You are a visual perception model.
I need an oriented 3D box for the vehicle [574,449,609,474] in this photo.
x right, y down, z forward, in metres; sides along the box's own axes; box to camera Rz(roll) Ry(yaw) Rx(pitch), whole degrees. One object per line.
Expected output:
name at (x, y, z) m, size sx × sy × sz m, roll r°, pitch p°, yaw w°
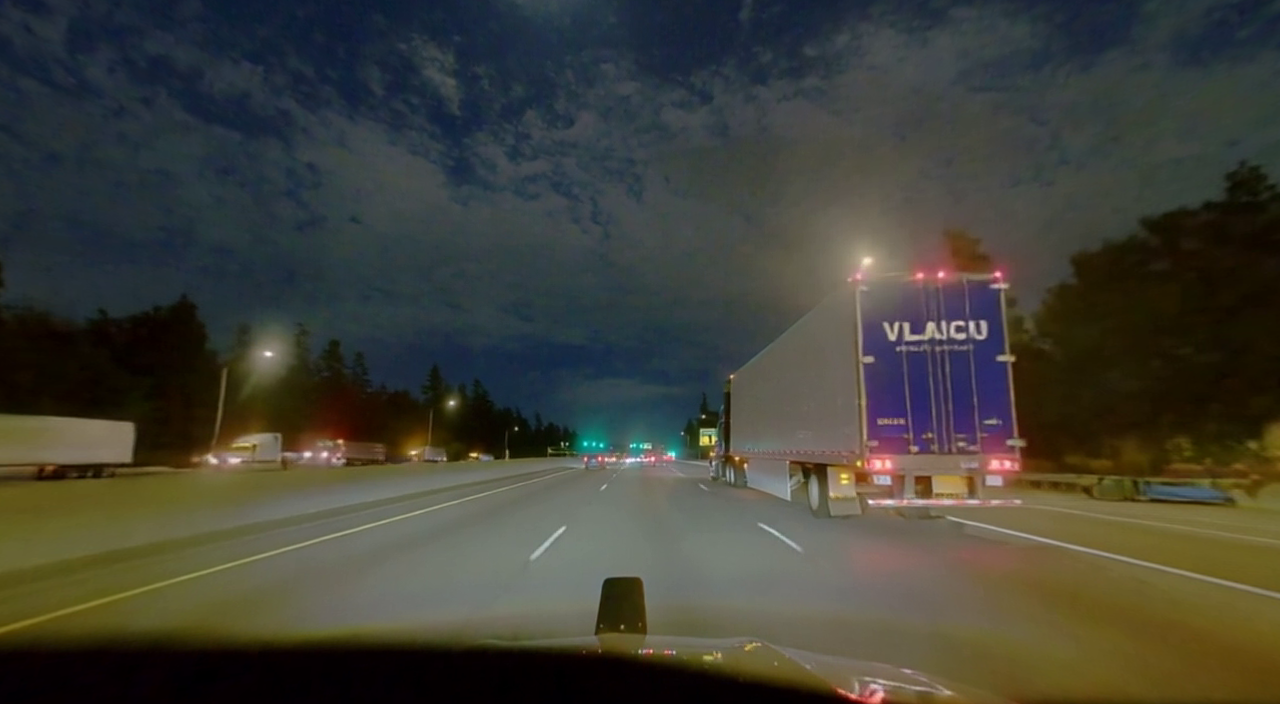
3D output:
vehicle at (-3.361, 7.717, 44.562) m, size 2.107 × 1.626 × 4.804 m, roll 0°, pitch -9°, yaw 0°

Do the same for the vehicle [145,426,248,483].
vehicle at (-30.550, 7.087, 43.783) m, size 2.960 × 3.677 × 5.863 m, roll 1°, pitch -9°, yaw -4°

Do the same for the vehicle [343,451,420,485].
vehicle at (-11.878, 5.314, 29.215) m, size 1.759 × 1.438 × 4.117 m, roll 0°, pitch -9°, yaw 1°

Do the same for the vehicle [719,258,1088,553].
vehicle at (4.454, 1.754, 15.749) m, size 2.847 × 4.075 × 14.244 m, roll 0°, pitch -9°, yaw -1°

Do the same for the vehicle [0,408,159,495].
vehicle at (-30.817, 4.841, 30.948) m, size 2.831 × 3.967 × 14.344 m, roll 1°, pitch -8°, yaw 1°

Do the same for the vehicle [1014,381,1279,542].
vehicle at (18.035, 3.533, 20.785) m, size 2.858 × 4.111 × 14.077 m, roll 0°, pitch -9°, yaw 0°
